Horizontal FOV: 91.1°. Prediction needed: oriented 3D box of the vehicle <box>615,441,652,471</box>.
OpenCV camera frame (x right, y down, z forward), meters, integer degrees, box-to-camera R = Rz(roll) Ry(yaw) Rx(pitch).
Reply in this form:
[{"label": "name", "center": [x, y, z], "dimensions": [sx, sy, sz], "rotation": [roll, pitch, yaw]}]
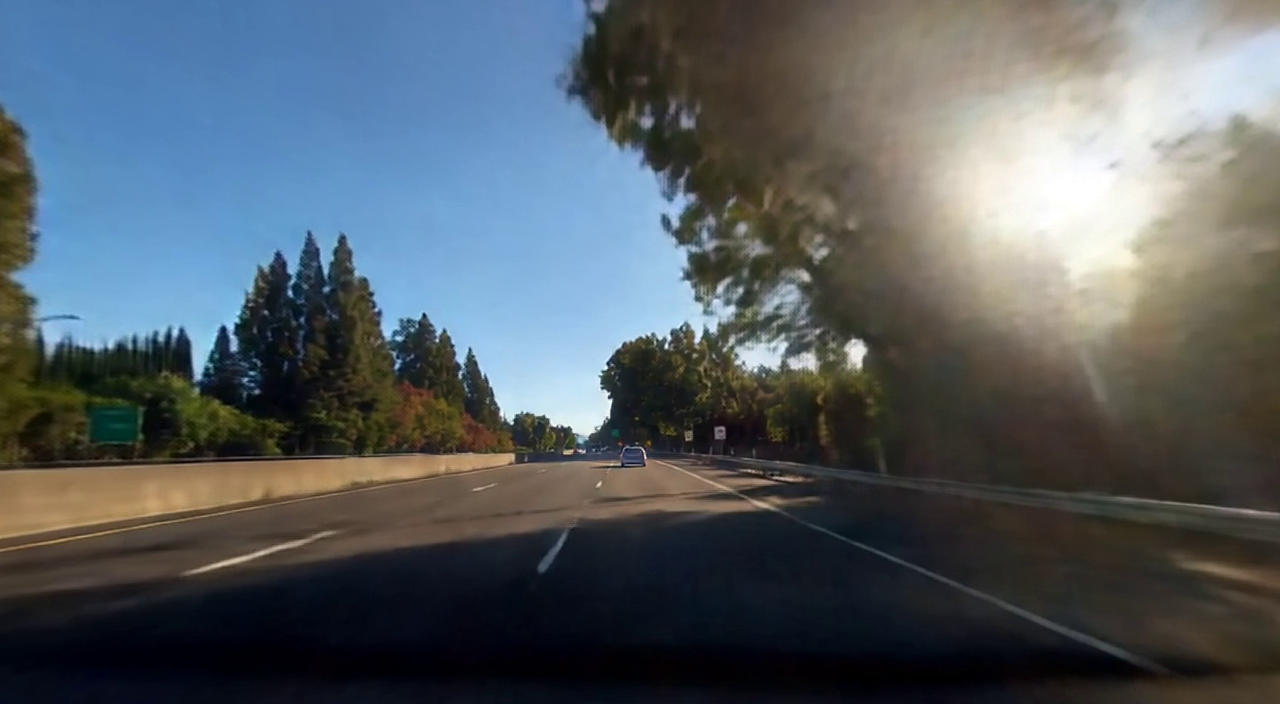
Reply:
[{"label": "vehicle", "center": [-0.415, 6.308, 38.308], "dimensions": [2.120, 1.715, 4.153], "rotation": [0, -9, -1]}]
